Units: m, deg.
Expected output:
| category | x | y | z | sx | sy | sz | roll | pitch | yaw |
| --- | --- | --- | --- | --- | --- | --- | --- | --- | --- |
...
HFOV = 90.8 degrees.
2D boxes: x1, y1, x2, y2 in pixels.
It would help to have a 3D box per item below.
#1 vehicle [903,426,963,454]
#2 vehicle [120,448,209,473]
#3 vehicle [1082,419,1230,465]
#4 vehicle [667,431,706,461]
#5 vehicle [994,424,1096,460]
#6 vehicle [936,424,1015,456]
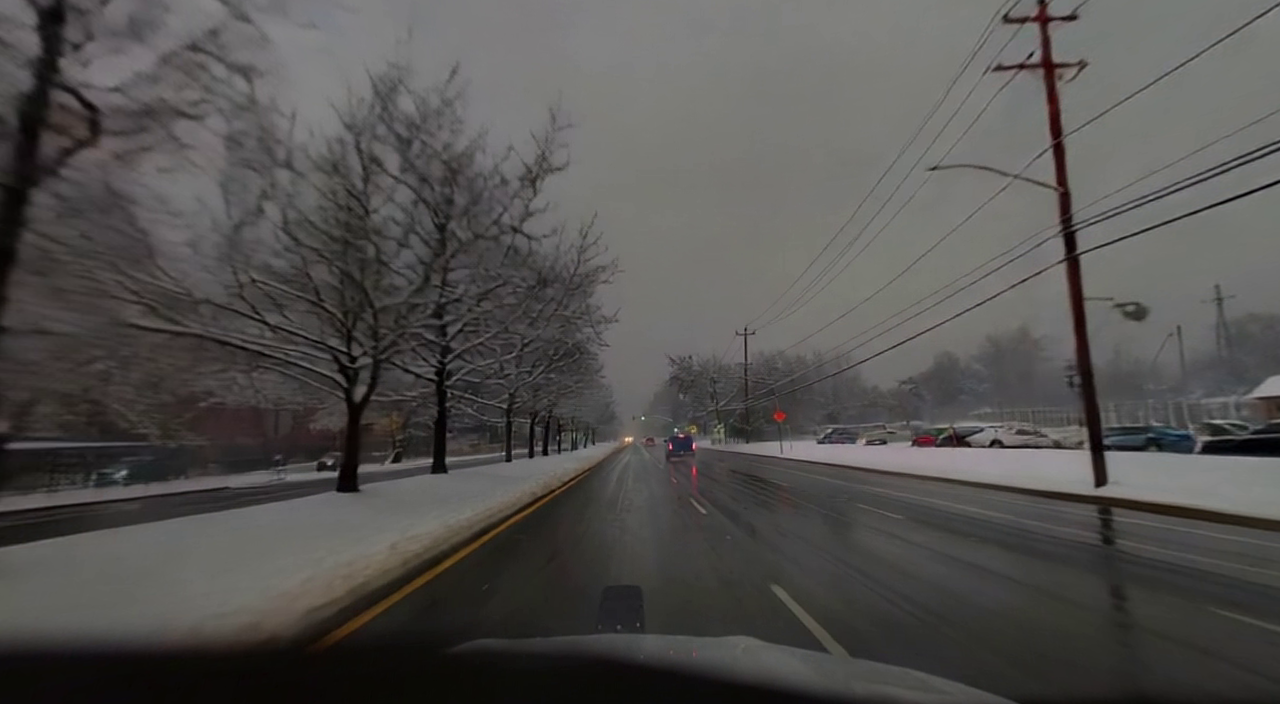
| category | x | y | z | sx | sy | sz | roll | pitch | yaw |
| --- | --- | --- | --- | --- | --- | --- | --- | --- | --- |
| vehicle | 19.985 | 6.055 | 43.278 | 1.939 | 1.753 | 4.469 | 0 | -8 | 0 |
| vehicle | -34.572 | 7.867 | 46.043 | 4.598 | 1.717 | 2.289 | 0 | -8 | -1 |
| vehicle | 20.311 | 3.600 | 25.213 | 1.896 | 1.656 | 4.653 | 0 | -8 | -1 |
| vehicle | 2.970 | 6.116 | 40.989 | 2.086 | 1.803 | 4.607 | 0 | -8 | -1 |
| vehicle | 20.169 | 4.535 | 31.763 | 2.021 | 1.640 | 4.620 | 0 | -8 | -1 |
| vehicle | 19.964 | 5.272 | 37.839 | 1.941 | 1.784 | 4.967 | 0 | -8 | -1 |
